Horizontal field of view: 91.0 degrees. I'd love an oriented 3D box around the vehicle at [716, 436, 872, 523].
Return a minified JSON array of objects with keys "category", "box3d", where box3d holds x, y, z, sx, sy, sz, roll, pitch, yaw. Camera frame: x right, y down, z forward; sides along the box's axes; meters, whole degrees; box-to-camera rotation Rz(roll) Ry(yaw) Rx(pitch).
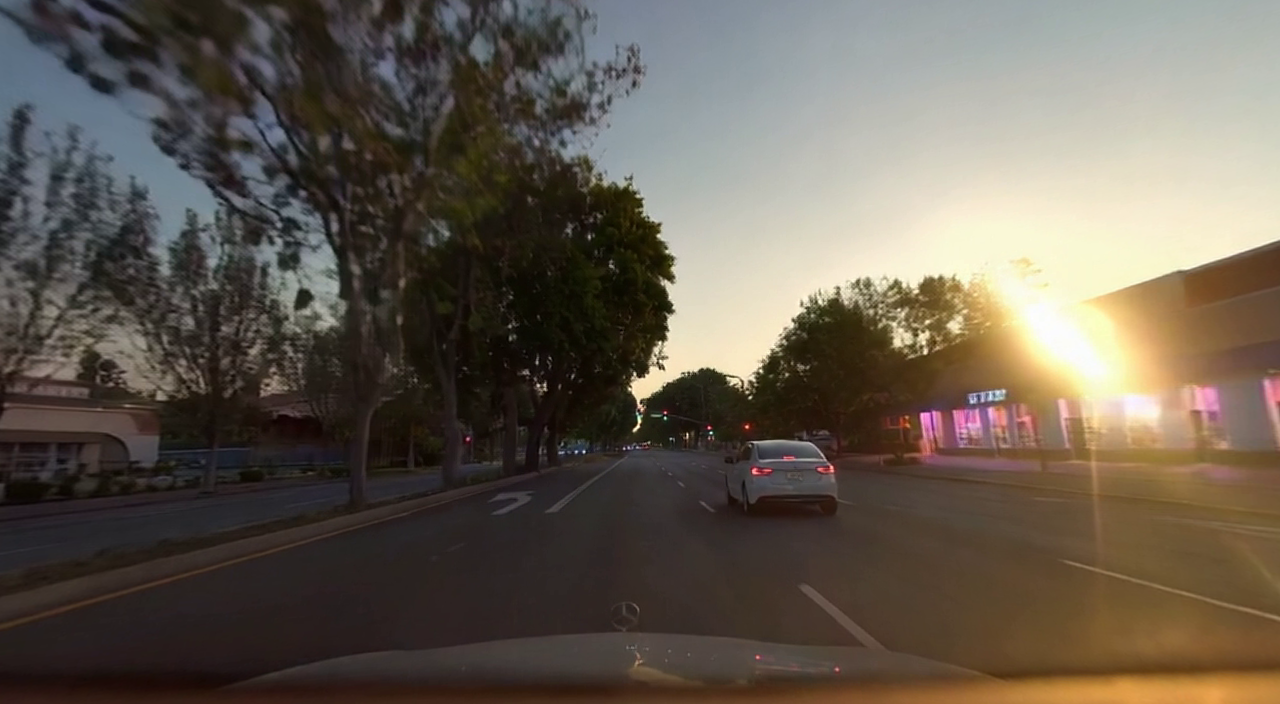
[{"category":"vehicle","box3d":[2.914,2.531,13.073,2.015,1.479,4.444,0,-9,-1]}]
